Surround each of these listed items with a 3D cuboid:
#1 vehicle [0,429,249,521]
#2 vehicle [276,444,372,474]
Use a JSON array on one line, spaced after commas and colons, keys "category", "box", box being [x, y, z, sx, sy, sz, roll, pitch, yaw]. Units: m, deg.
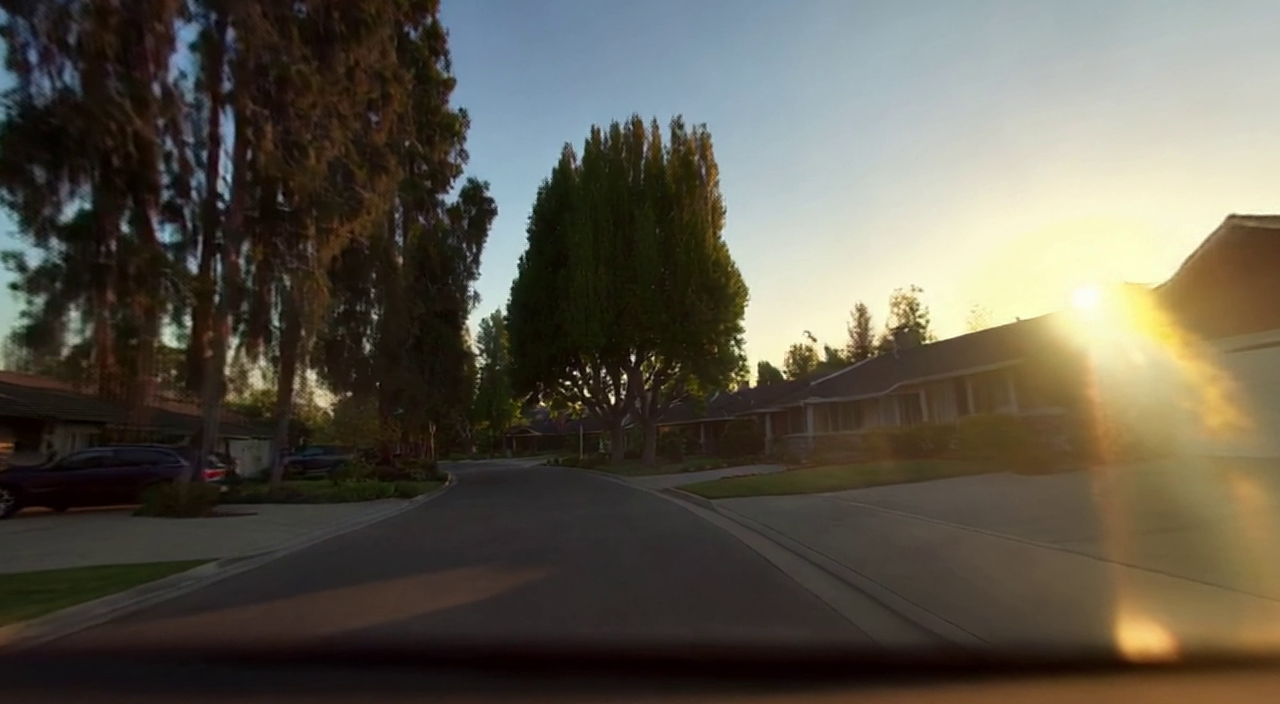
[{"category": "vehicle", "box": [-12.019, 2.723, 14.308, 4.961, 1.757, 1.971, 1, -9, -19]}, {"category": "vehicle", "box": [-17.868, 6.060, 35.846, 4.471, 1.638, 1.877, 2, -9, -14]}]
